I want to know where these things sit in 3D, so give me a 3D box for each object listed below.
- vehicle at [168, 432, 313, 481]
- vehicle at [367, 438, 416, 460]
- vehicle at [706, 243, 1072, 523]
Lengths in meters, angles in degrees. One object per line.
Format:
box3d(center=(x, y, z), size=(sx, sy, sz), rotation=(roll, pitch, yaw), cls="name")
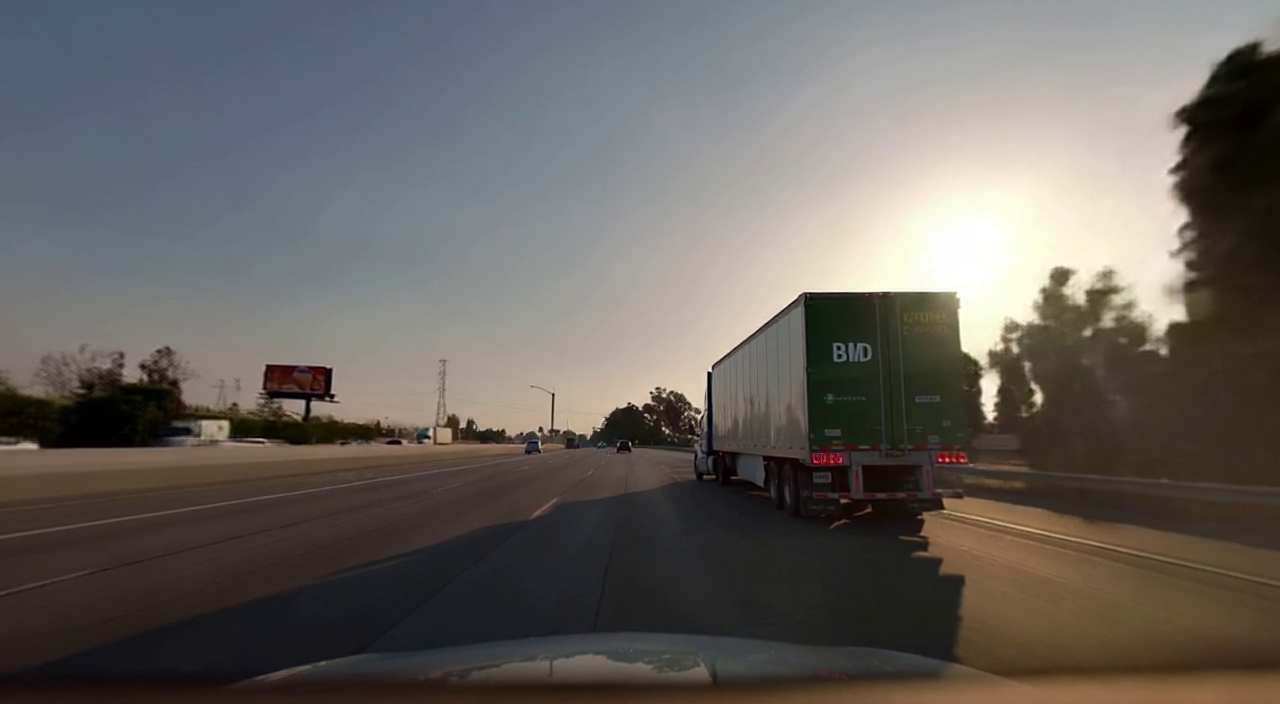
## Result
box3d(center=(-14.774, 3.902, 23.821), size=(1.970, 1.618, 5.364), rotation=(0, -8, 0), cls="vehicle")
box3d(center=(-18.704, 7.337, 47.714), size=(1.913, 1.540, 4.540), rotation=(0, -8, -1), cls="vehicle")
box3d(center=(4.216, 1.469, 16.328), size=(2.891, 3.944, 15.051), rotation=(0, -8, -2), cls="vehicle")
